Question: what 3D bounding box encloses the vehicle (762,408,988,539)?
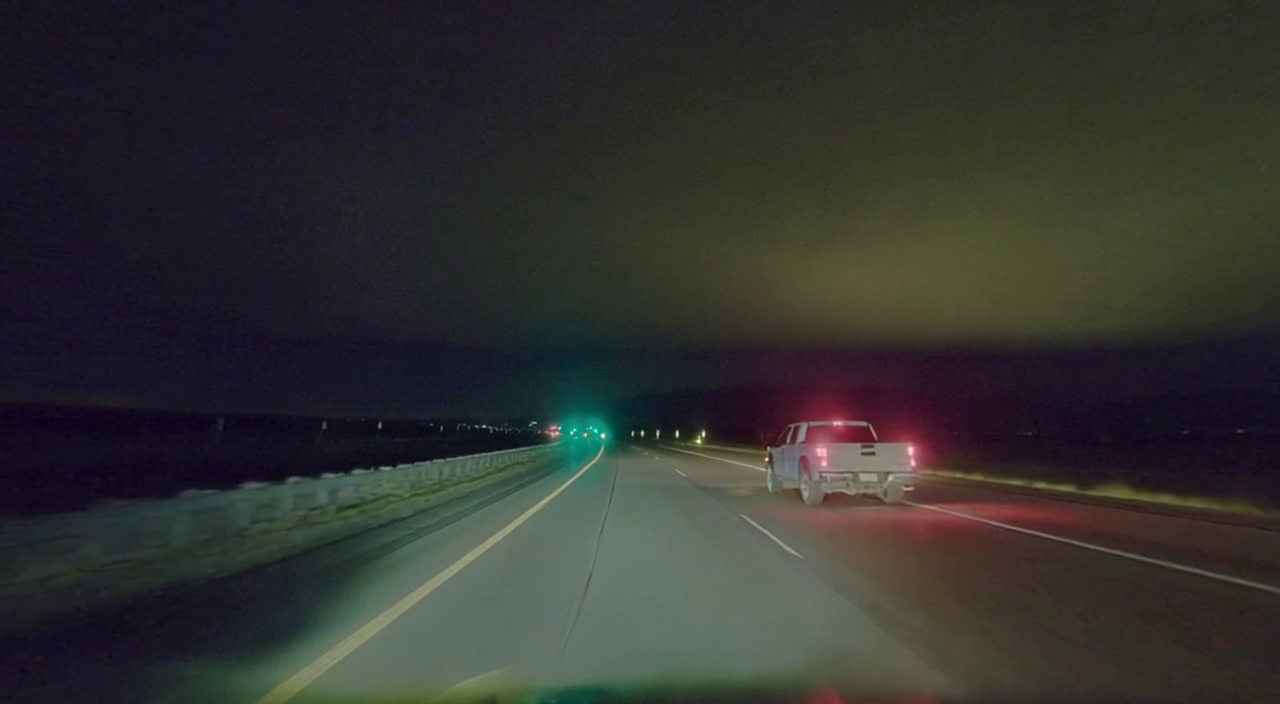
[{"bbox_3d":[3.432,1.835,10.207,1.941,1.655,4.137,0,-8,-2],"label":"vehicle"}]
